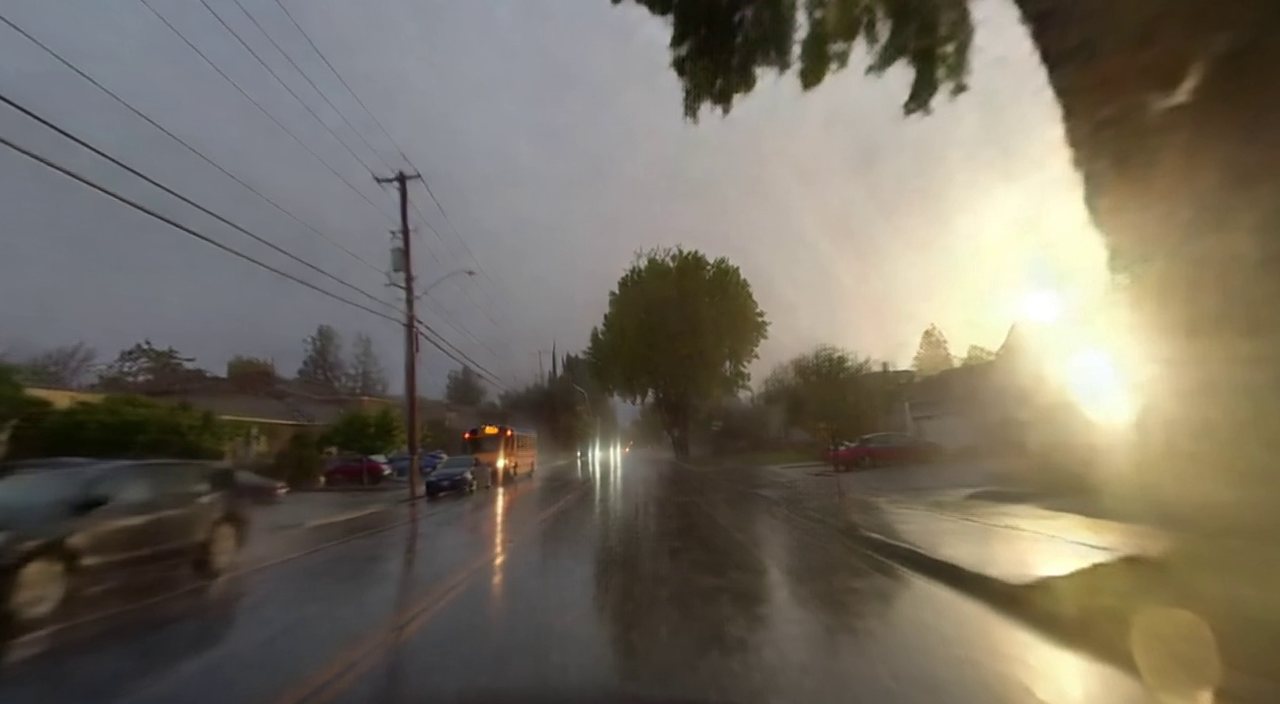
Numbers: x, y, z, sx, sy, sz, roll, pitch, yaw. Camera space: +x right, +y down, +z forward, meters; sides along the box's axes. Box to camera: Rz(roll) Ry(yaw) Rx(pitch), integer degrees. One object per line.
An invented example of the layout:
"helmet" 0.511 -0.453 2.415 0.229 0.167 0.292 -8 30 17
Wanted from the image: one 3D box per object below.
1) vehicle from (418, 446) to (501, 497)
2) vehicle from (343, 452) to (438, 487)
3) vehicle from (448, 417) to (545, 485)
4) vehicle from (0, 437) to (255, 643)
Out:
"vehicle" -6.794 4.516 24.330 2.023 1.721 4.418 0 -9 -2
"vehicle" -14.290 6.736 36.270 4.767 1.520 1.940 -7 -9 11
"vehicle" -6.668 4.787 30.626 2.835 2.876 7.091 -1 -9 2
"vehicle" -6.636 1.857 6.856 2.002 1.790 4.624 0 -9 0
